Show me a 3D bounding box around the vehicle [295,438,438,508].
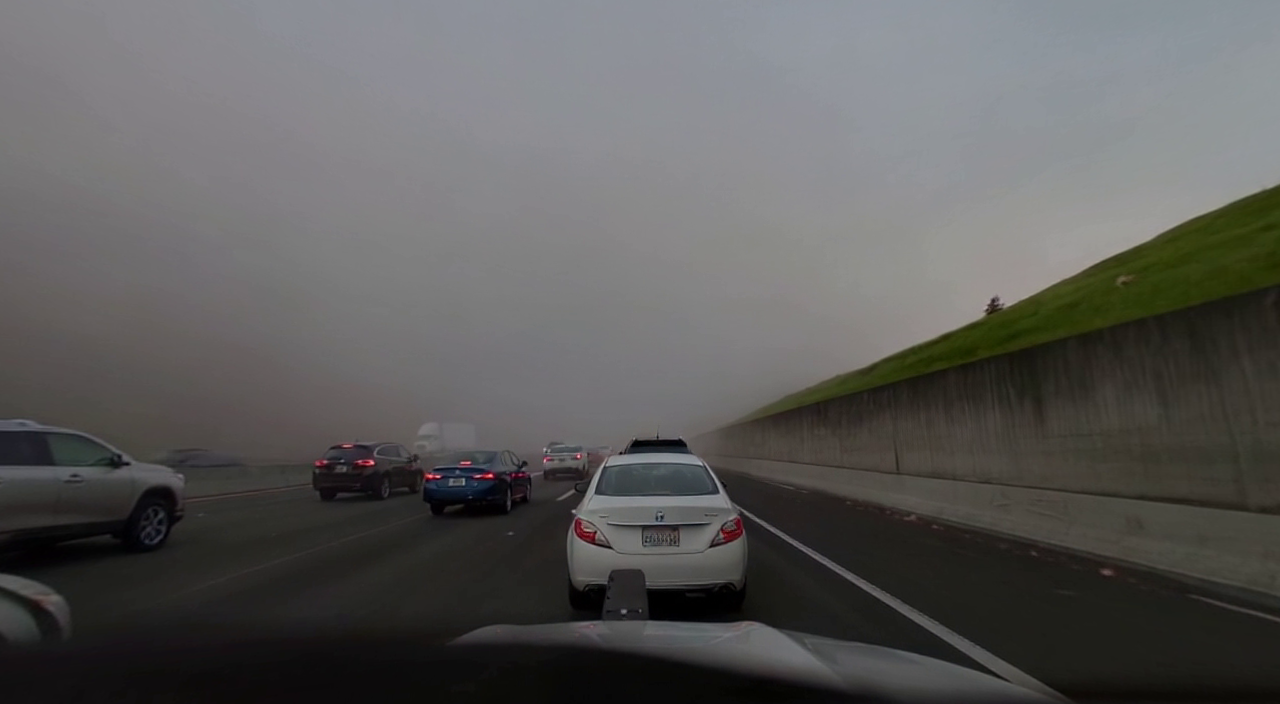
[{"bbox_3d":[-7.520,3.343,17.932,1.986,1.700,4.558,0,-9,0],"label":"vehicle"}]

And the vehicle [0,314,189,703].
[{"bbox_3d":[-3.519,0.578,0.934,2.085,1.893,4.880,0,-9,-1],"label":"vehicle"}]

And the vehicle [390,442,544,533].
[{"bbox_3d":[-3.231,2.606,12.695,1.917,1.506,3.949,0,-9,1],"label":"vehicle"}]

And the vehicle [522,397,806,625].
[{"bbox_3d":[0.146,1.646,7.652,2.210,1.760,5.303,0,-9,-1],"label":"vehicle"}]
